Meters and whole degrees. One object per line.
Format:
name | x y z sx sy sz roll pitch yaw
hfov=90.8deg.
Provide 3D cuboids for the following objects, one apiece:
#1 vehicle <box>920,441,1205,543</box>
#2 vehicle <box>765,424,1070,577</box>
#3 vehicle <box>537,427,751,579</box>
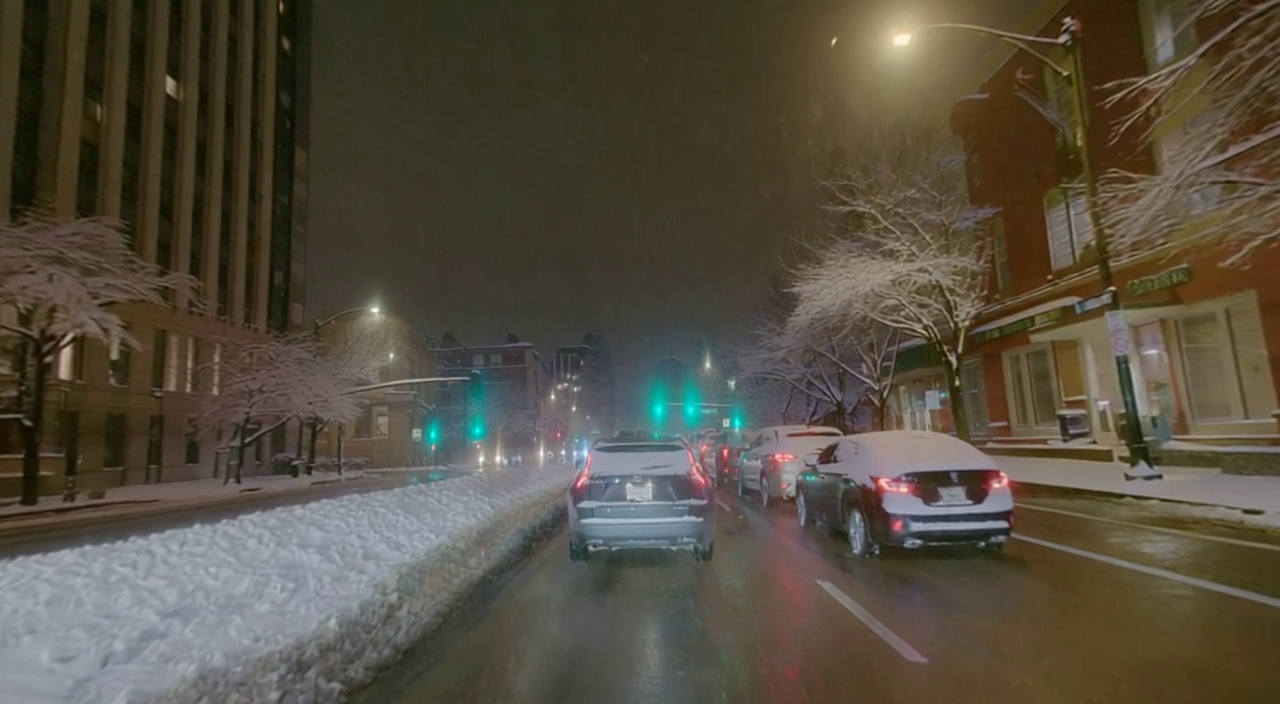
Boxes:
vehicle | 6.534 2.161 10.439 1.915 1.338 3.874 0 -8 -2
vehicle | 3.189 1.797 8.545 1.995 1.483 4.533 0 -8 -1
vehicle | -0.002 1.793 8.355 2.105 1.474 4.127 0 -8 -1
